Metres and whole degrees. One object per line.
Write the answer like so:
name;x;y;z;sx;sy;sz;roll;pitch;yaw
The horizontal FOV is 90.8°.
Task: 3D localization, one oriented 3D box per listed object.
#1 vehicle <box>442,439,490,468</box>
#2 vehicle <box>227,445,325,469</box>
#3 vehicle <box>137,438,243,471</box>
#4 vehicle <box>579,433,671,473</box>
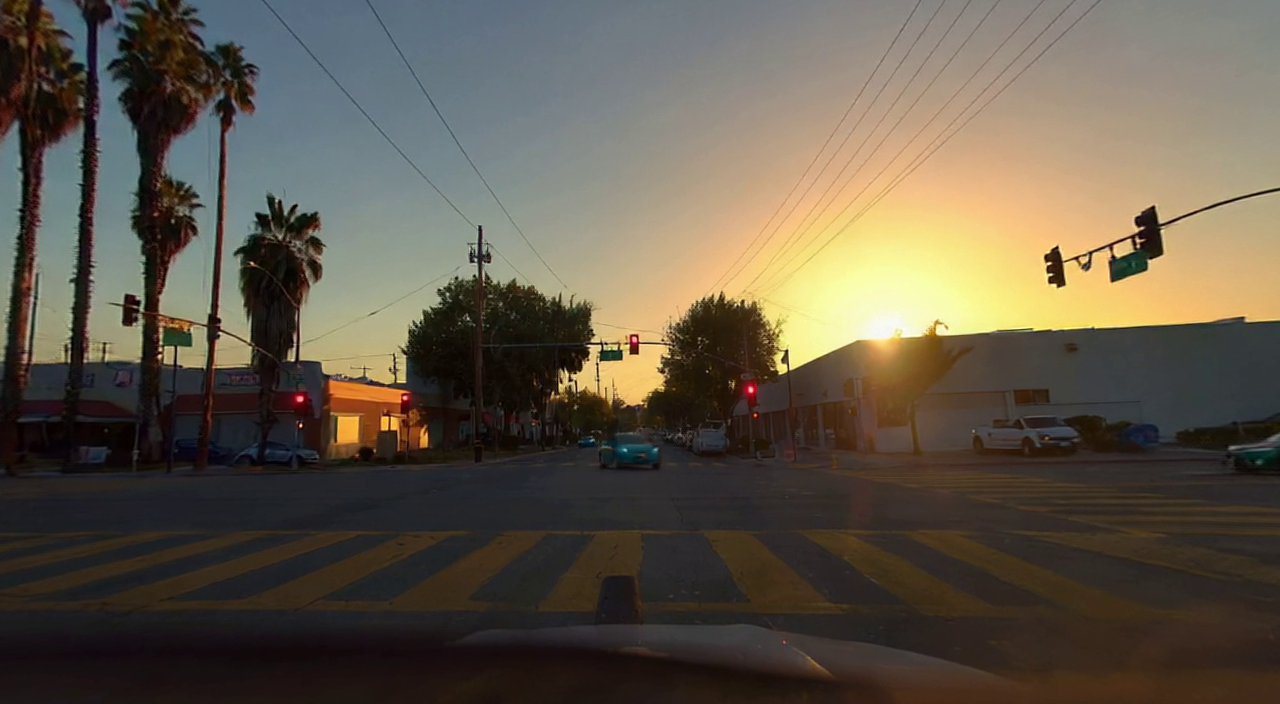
vehicle;-11.960;6.990;43.712;2.016;1.717;4.287;-2;-7;1
vehicle;-22.291;6.430;38.843;4.849;1.444;1.881;0;-8;1
vehicle;-25.906;5.929;36.457;4.613;1.820;2.021;-1;-9;3
vehicle;-0.776;4.295;27.038;2.223;1.490;5.094;3;-9;-22
